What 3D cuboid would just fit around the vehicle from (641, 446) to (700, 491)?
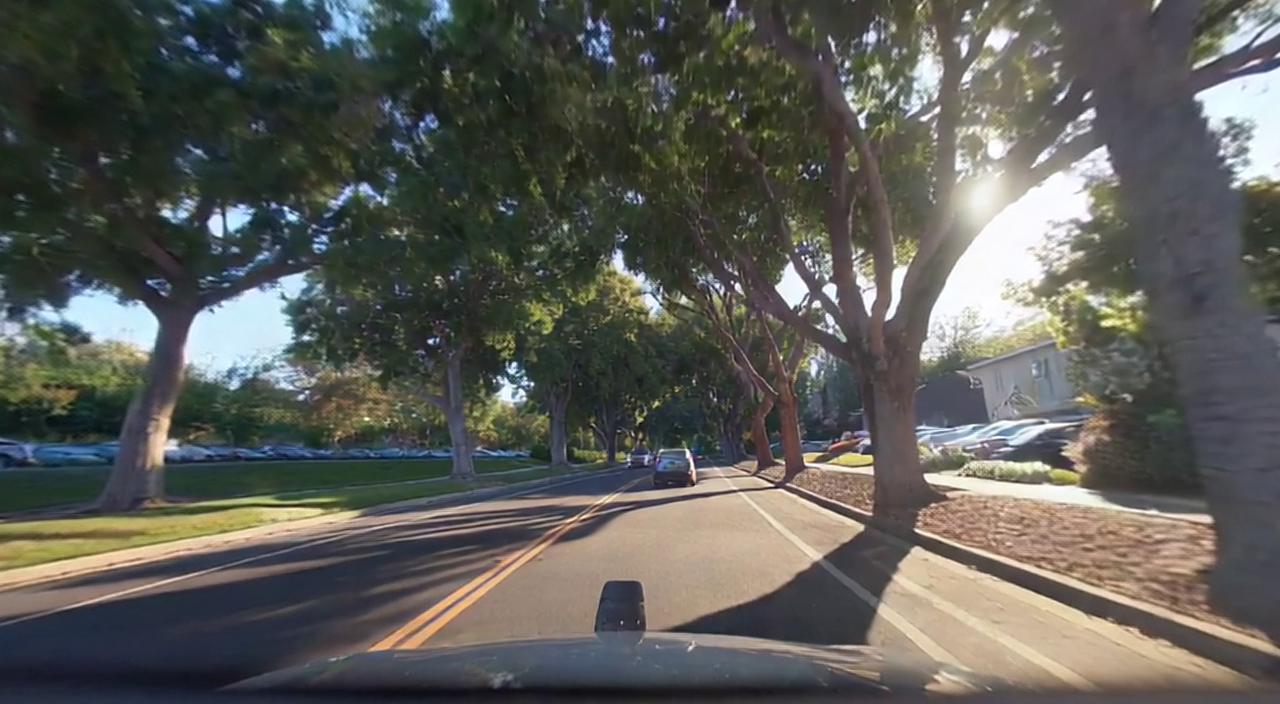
[{"bbox_3d":[1.316,4.603,25.341,2.152,1.574,4.223,-1,-8,5],"label":"vehicle"}]
